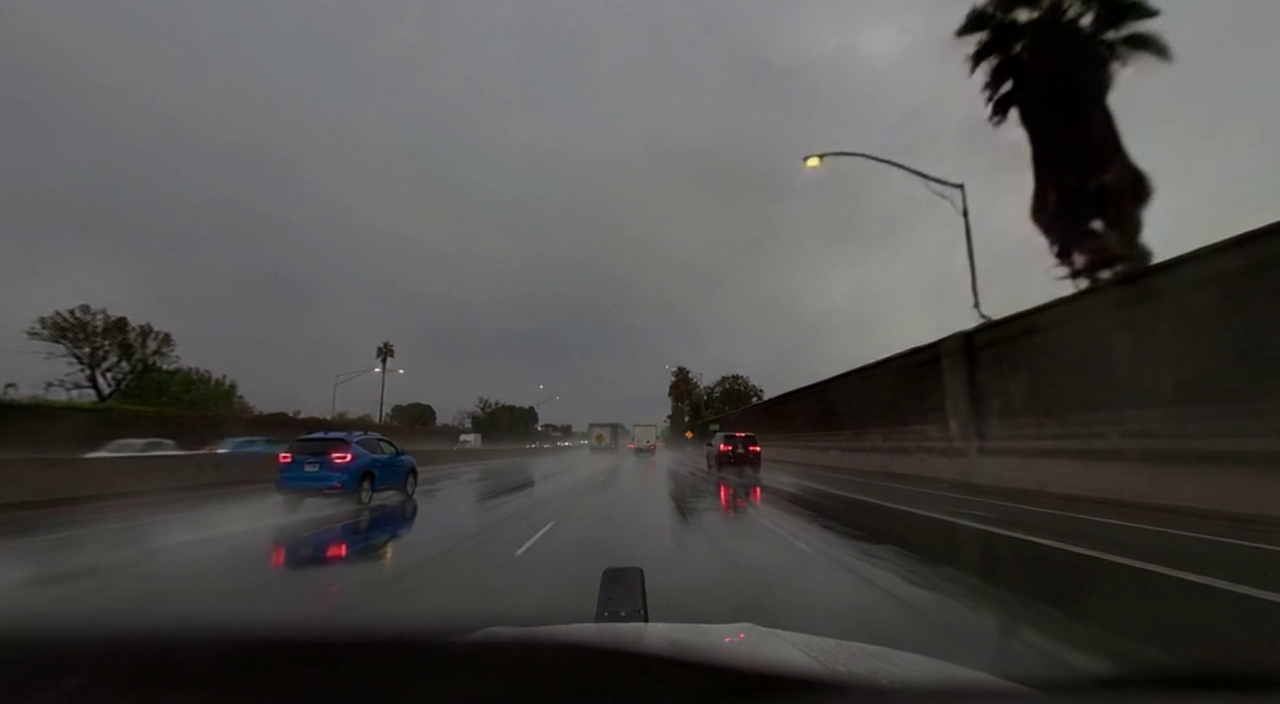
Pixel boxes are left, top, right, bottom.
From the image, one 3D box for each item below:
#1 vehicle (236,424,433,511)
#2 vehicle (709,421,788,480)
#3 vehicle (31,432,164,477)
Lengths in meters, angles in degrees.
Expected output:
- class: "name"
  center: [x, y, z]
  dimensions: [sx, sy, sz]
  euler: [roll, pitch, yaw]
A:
- class: "vehicle"
  center: [-7.063, 2.718, 15.372]
  dimensions: [2.289, 1.774, 4.871]
  euler: [0, -8, 1]
- class: "vehicle"
  center: [4.373, 4.100, 26.376]
  dimensions: [2.408, 2.210, 4.999]
  euler: [0, -8, 0]
- class: "vehicle"
  center: [-21.424, 4.039, 25.148]
  dimensions: [1.710, 1.642, 3.990]
  euler: [0, -8, 0]
